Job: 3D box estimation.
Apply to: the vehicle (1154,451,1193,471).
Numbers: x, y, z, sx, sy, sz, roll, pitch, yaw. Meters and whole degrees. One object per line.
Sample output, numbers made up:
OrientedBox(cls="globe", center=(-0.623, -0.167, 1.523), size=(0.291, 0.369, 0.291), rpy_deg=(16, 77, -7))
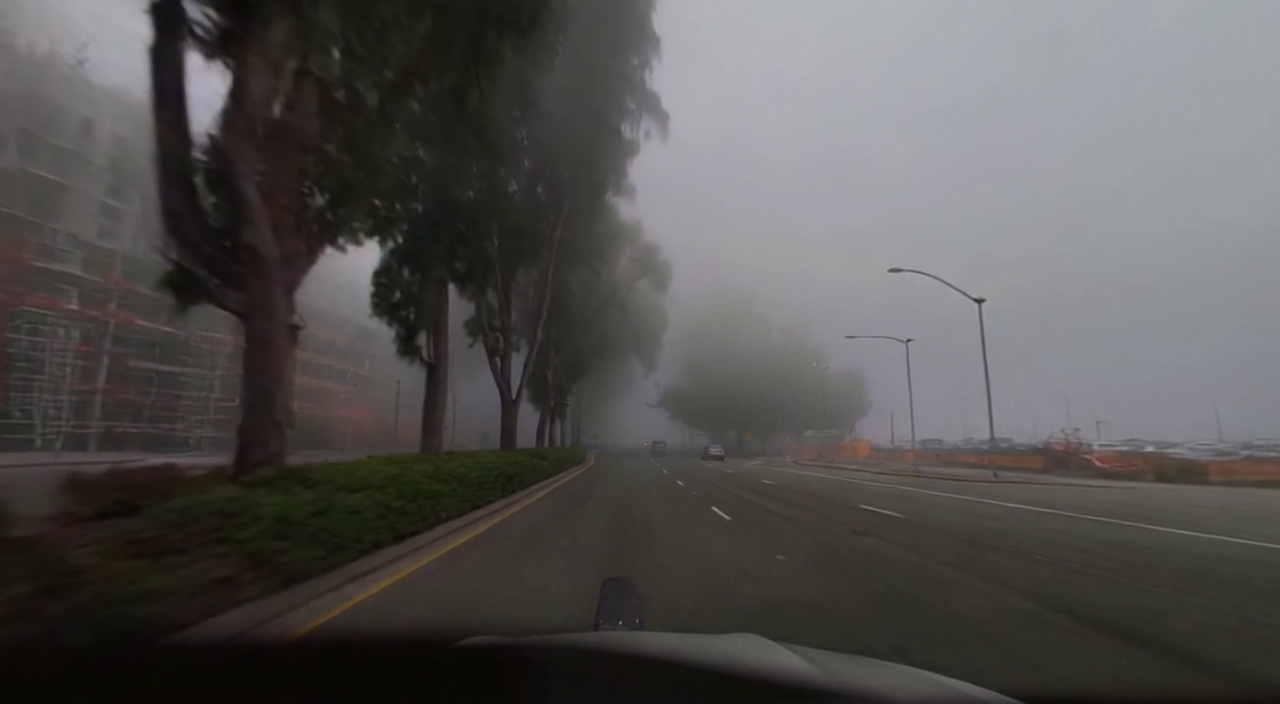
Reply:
OrientedBox(cls="vehicle", center=(39.190, 7.981, 46.465), size=(1.934, 1.402, 4.035), rpy_deg=(-7, -11, 38))

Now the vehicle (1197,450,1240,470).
OrientedBox(cls="vehicle", center=(42.501, 7.911, 46.490), size=(1.802, 1.369, 4.298), rpy_deg=(-7, -11, 36))

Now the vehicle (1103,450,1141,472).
OrientedBox(cls="vehicle", center=(36.234, 8.155, 47.434), size=(1.955, 1.527, 4.835), rpy_deg=(-8, -12, 38))
